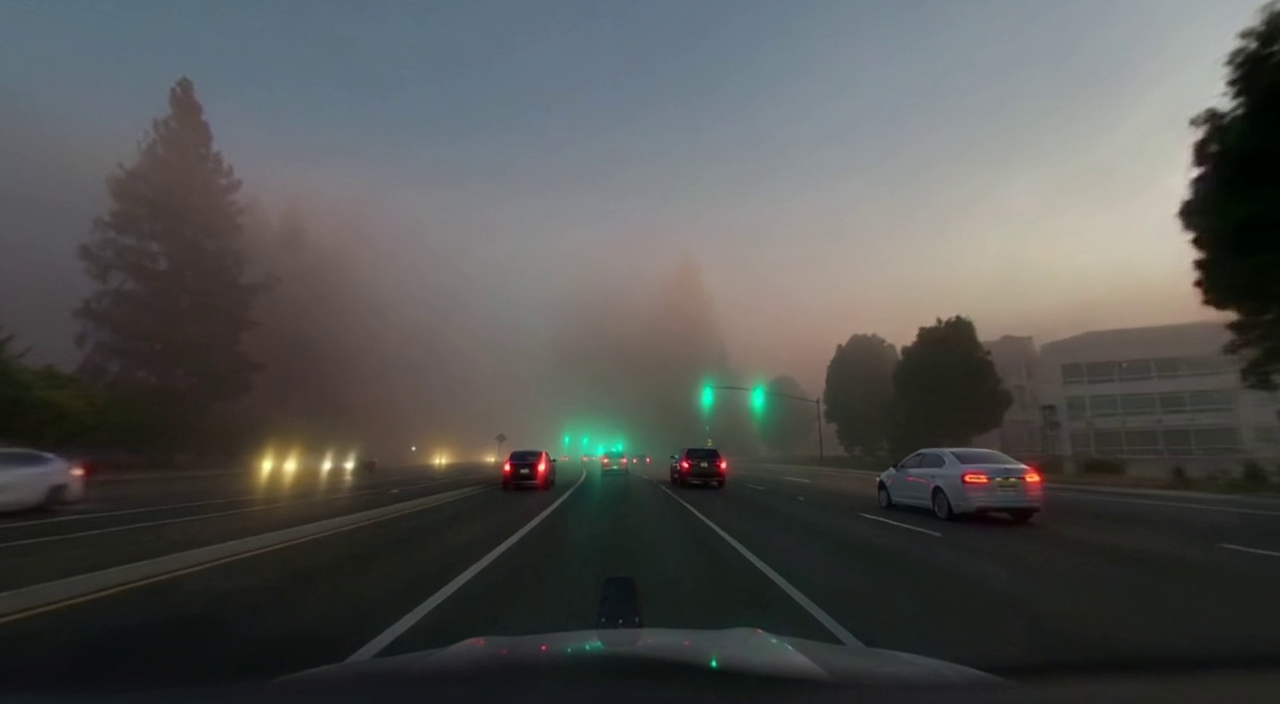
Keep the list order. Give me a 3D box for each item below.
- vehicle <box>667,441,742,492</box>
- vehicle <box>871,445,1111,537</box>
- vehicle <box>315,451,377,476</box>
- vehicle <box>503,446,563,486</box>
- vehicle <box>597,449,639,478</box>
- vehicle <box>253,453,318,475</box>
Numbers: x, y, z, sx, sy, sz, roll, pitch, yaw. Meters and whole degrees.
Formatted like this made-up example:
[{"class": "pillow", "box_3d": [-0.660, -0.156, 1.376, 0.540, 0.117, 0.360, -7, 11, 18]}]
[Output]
[{"class": "vehicle", "box_3d": [2.333, 4.287, 24.041, 2.161, 1.716, 4.194, 1, -9, -4]}, {"class": "vehicle", "box_3d": [6.281, 2.489, 12.044, 1.945, 1.408, 4.288, 0, -9, -3]}, {"class": "vehicle", "box_3d": [-19.310, 7.305, 41.716, 1.918, 1.469, 4.780, 0, -9, -2]}, {"class": "vehicle", "box_3d": [-4.744, 5.099, 28.576, 2.172, 1.671, 4.175, 0, -9, -3]}, {"class": "vehicle", "box_3d": [-1.312, 6.231, 35.472, 2.155, 1.486, 4.403, 1, -9, -4]}, {"class": "vehicle", "box_3d": [-25.606, 8.063, 45.806, 2.016, 1.475, 4.706, 0, -9, 0]}]
